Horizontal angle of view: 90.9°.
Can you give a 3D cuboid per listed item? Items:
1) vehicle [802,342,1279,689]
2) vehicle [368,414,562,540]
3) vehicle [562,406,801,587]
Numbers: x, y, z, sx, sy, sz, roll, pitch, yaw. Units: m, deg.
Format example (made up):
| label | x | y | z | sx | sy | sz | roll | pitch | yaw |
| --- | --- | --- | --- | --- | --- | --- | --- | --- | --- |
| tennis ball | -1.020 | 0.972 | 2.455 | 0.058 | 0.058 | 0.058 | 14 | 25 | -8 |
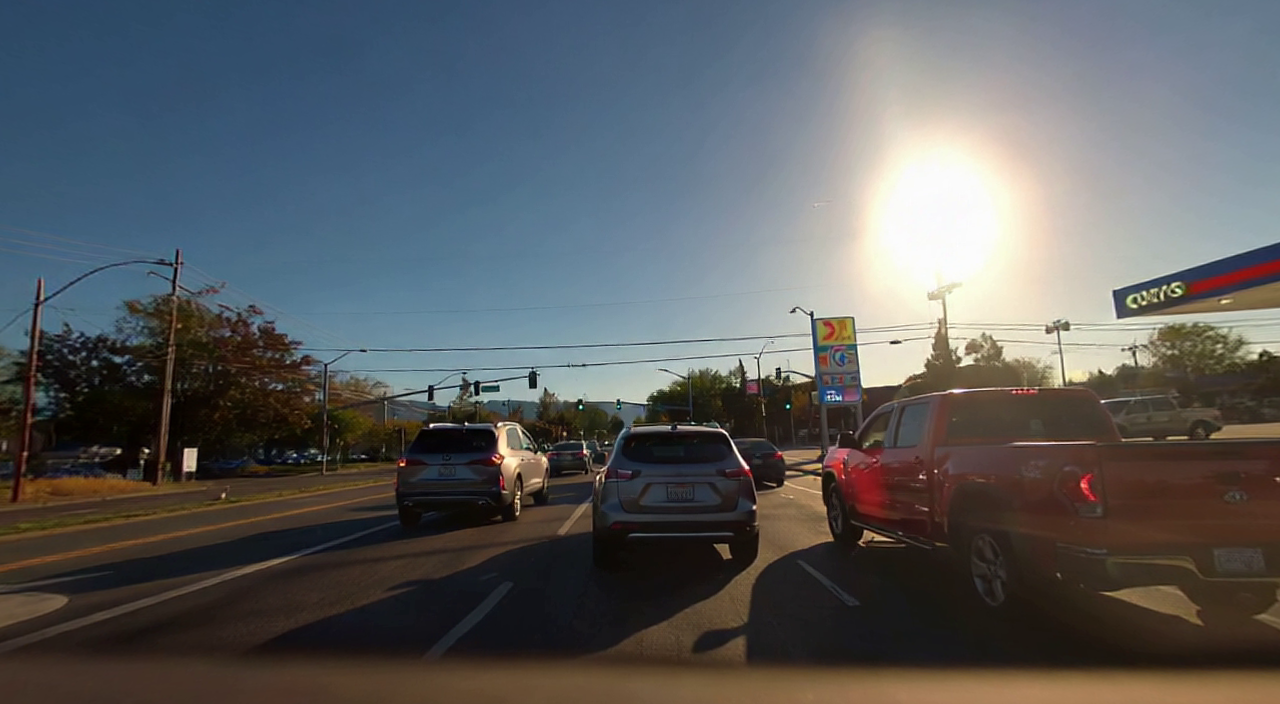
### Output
| label | x | y | z | sx | sy | sz | roll | pitch | yaw |
| --- | --- | --- | --- | --- | --- | --- | --- | --- | --- |
| vehicle | 3.411 | 1.262 | 6.132 | 2.161 | 1.868 | 5.321 | 0 | -8 | -1 |
| vehicle | -2.709 | 2.064 | 10.974 | 2.019 | 1.731 | 4.299 | 0 | -8 | 2 |
| vehicle | 0.366 | 1.628 | 7.896 | 2.181 | 1.650 | 4.083 | 0 | -8 | 0 |
